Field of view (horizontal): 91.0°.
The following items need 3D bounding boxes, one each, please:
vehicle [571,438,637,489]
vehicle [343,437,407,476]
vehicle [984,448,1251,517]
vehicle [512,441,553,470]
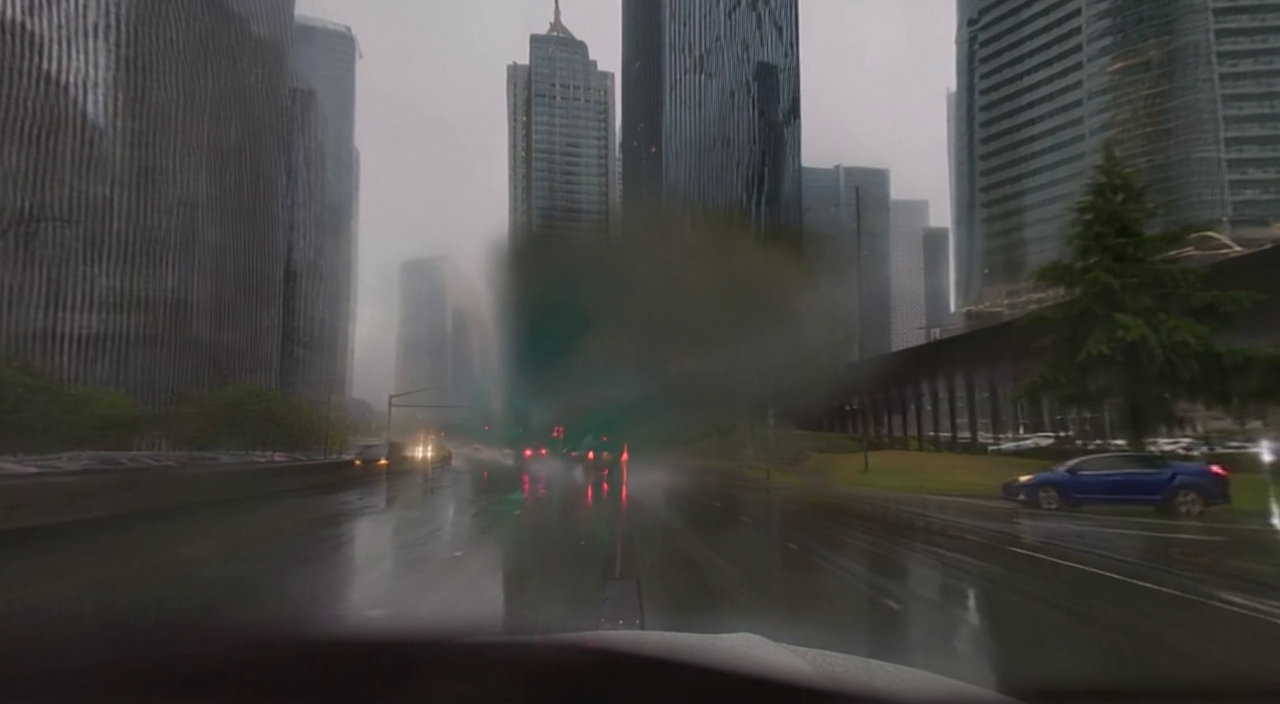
[{"bbox_3d":[-1.244,4.026,23.145,2.183,1.675,4.319,0,-9,-1],"label":"vehicle"},{"bbox_3d":[-15.525,6.245,37.204,2.334,1.945,5.298,6,-13,-11],"label":"vehicle"},{"bbox_3d":[11.359,3.117,15.367,4.645,1.505,2.100,-1,-9,8],"label":"vehicle"},{"bbox_3d":[-6.825,6.474,39.624,2.121,1.728,4.161,2,-9,-14],"label":"vehicle"}]
